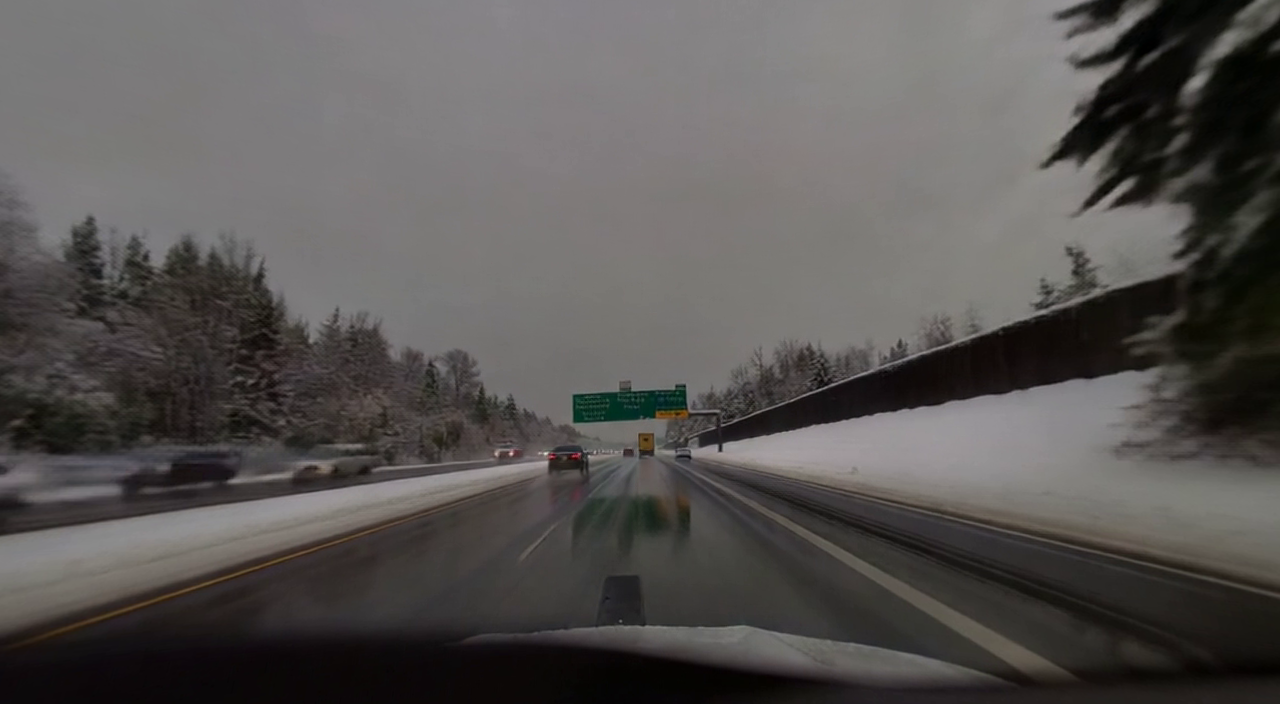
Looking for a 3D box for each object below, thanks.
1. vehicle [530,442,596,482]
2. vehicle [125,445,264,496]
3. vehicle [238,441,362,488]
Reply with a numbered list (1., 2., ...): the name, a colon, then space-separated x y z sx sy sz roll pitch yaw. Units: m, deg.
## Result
1. vehicle: -3.049 4.471 25.909 2.020 1.475 4.434 0 -9 1
2. vehicle: -16.400 4.344 23.565 1.918 1.668 4.421 0 -9 0
3. vehicle: -12.073 4.013 22.848 1.936 1.525 4.548 0 -9 0
